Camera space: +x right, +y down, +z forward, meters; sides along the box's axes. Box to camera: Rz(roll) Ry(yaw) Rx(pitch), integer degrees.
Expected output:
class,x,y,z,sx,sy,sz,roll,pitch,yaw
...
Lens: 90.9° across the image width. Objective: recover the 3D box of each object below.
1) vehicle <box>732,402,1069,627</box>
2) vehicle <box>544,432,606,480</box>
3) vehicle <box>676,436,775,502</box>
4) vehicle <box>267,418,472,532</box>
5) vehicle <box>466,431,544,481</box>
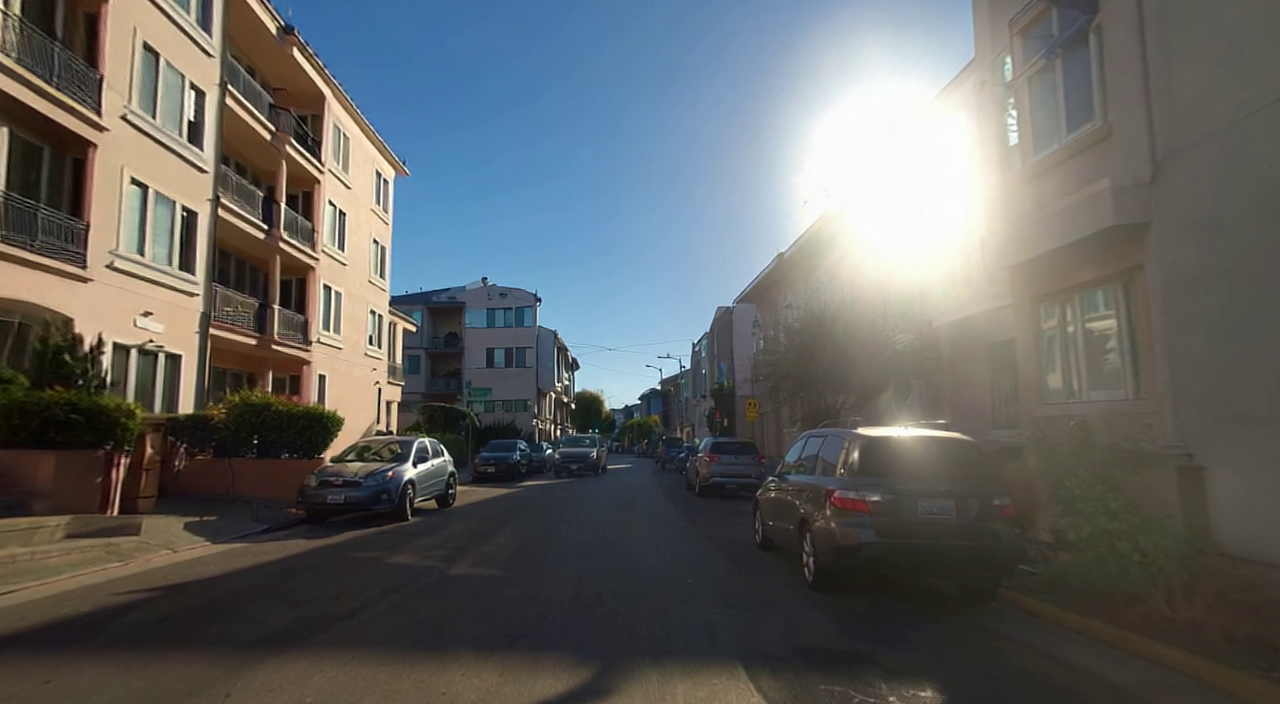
class,x,y,z,sx,sy,sz,roll,pitch,yaw
vehicle,2.255,1.486,6.766,1.839,1.678,3.918,0,-8,-2
vehicle,-2.183,3.582,21.996,1.845,1.544,3.388,0,-8,0
vehicle,2.002,2.866,16.030,1.786,1.447,4.314,0,-8,-2
vehicle,-4.548,2.168,11.479,1.883,1.499,4.426,6,-10,-3
vehicle,-4.834,3.803,23.158,1.942,1.521,3.761,5,-9,0
